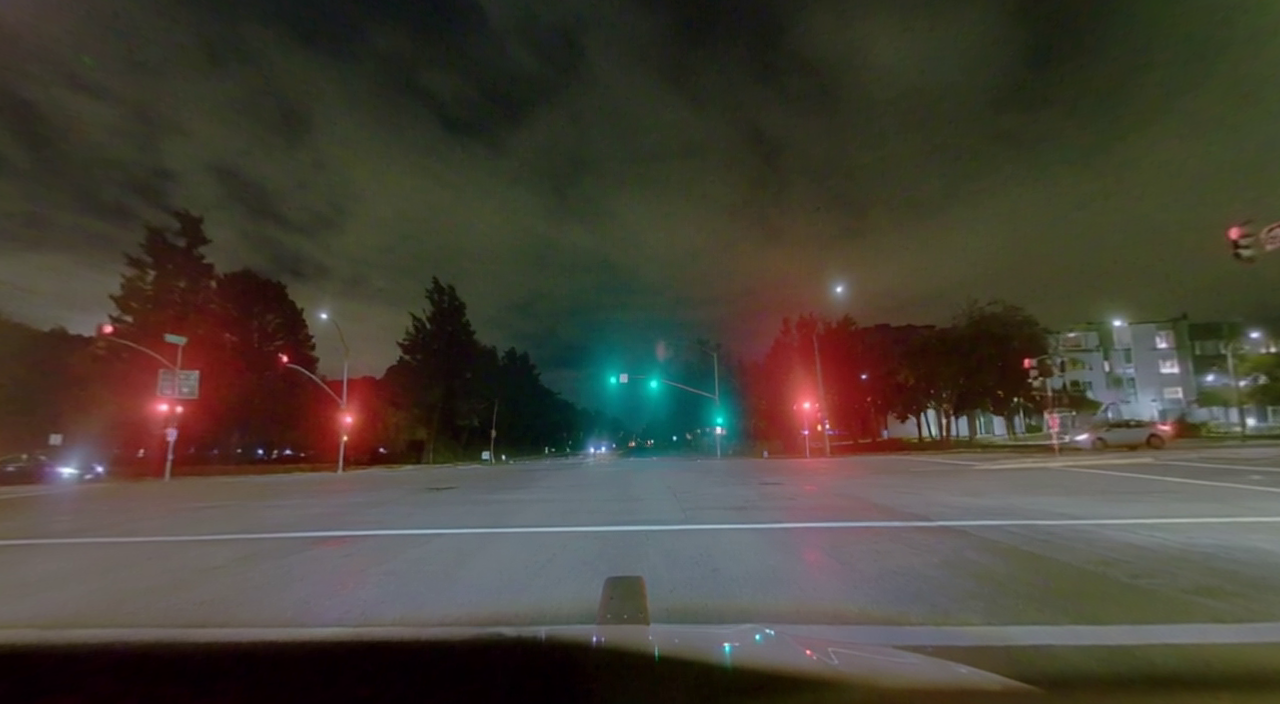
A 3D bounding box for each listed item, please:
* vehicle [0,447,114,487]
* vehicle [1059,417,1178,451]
[{"bbox_3d":[-25.202,4.822,26.607,4.332,1.573,1.900,0,-8,3],"label":"vehicle"},{"bbox_3d":[24.727,4.261,32.706,4.483,1.691,1.949,0,-8,2],"label":"vehicle"}]
